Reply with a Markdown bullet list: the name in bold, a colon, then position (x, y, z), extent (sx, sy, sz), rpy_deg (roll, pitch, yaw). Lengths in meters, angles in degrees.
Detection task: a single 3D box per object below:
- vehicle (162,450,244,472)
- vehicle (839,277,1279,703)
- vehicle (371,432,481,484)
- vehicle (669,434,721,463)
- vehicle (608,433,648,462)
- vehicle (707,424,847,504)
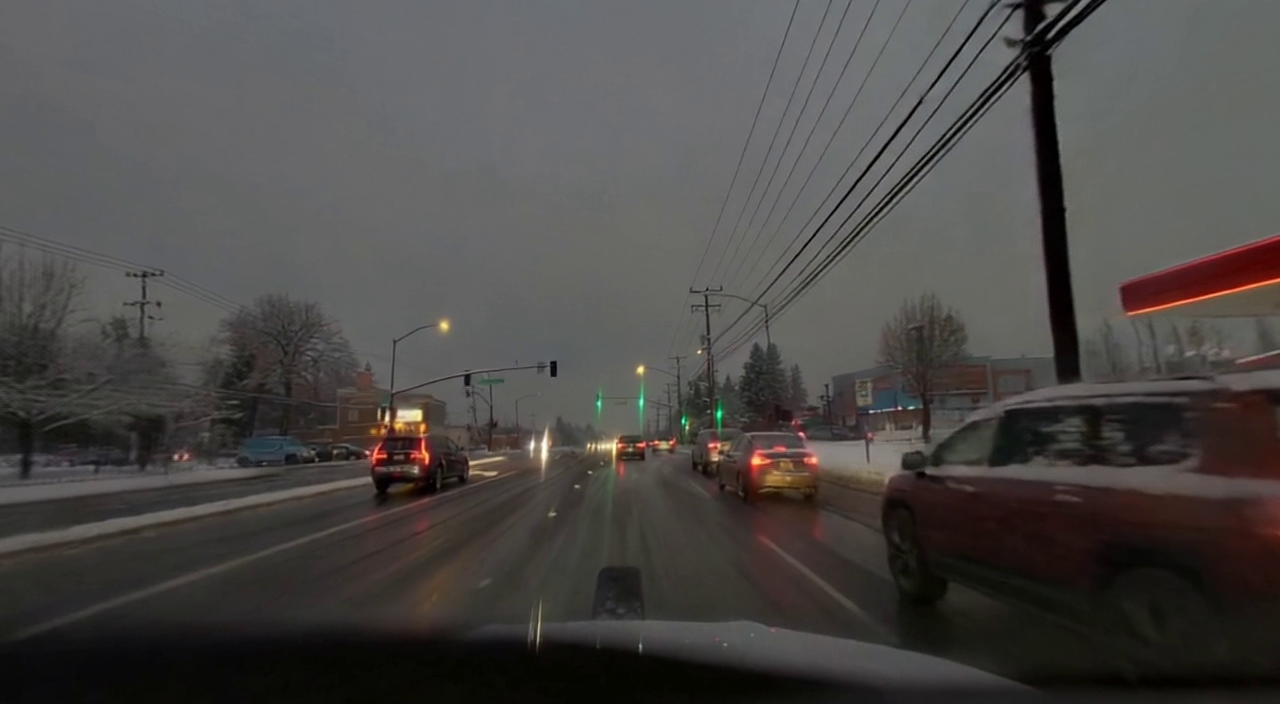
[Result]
- **vehicle**: position (-33.858, 8.408, 49.029), extent (4.989, 1.567, 2.075), rpy_deg (-1, -8, 8)
- **vehicle**: position (3.205, 0.903, 3.961), extent (2.124, 1.824, 4.973), rpy_deg (0, -8, -2)
- **vehicle**: position (-6.683, 3.330, 20.285), extent (2.075, 1.470, 4.190), rpy_deg (0, -8, 0)
- **vehicle**: position (2.853, 5.127, 33.853), extent (2.208, 1.436, 4.542), rpy_deg (0, -8, -2)
- **vehicle**: position (-0.685, 5.261, 35.050), extent (2.065, 1.484, 3.894), rpy_deg (0, -8, -2)
- **vehicle**: position (2.816, 2.413, 14.115), extent (1.945, 1.470, 4.363), rpy_deg (0, -8, -3)
